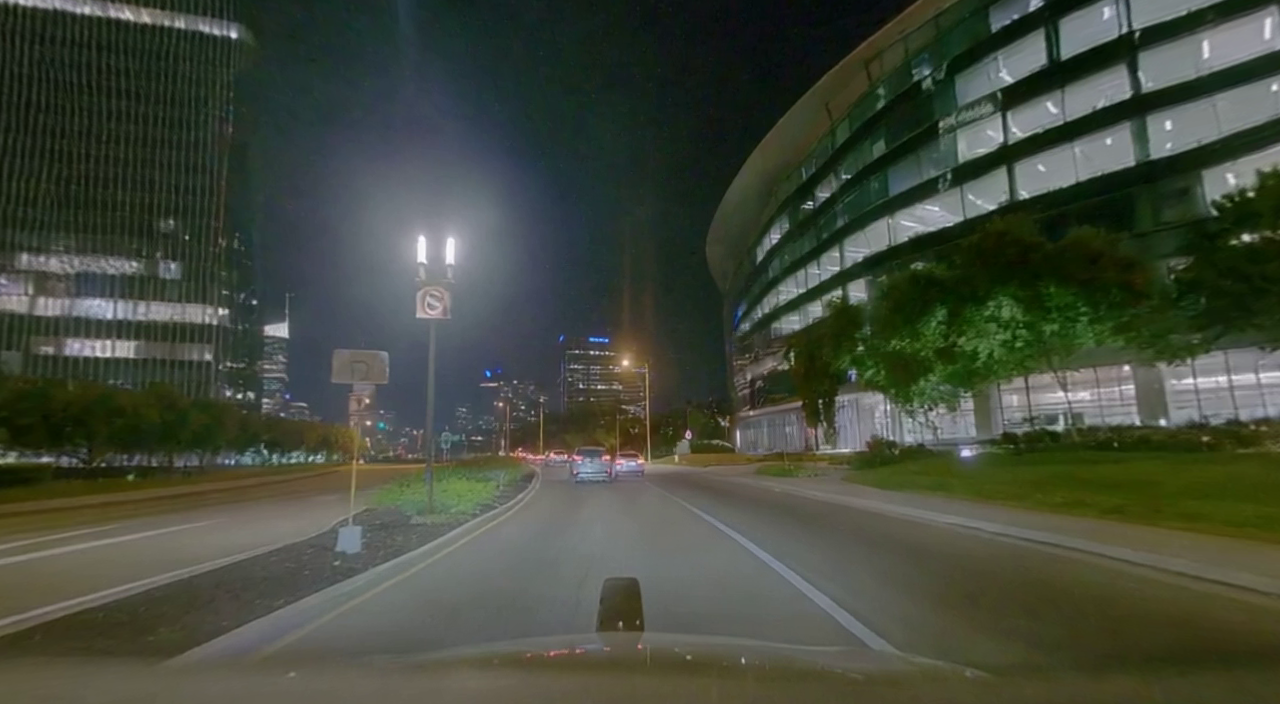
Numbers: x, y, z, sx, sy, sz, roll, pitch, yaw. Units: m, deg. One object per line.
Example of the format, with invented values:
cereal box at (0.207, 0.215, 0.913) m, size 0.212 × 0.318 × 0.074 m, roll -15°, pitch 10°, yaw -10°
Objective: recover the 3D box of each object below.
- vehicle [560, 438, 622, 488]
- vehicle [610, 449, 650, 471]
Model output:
vehicle at (-1.995, 4.320, 24.831) m, size 2.173 × 1.761 × 4.374 m, roll 1°, pitch -9°, yaw -6°
vehicle at (-0.803, 7.852, 45.863) m, size 2.116 × 1.506 × 4.355 m, roll 2°, pitch -9°, yaw -12°
